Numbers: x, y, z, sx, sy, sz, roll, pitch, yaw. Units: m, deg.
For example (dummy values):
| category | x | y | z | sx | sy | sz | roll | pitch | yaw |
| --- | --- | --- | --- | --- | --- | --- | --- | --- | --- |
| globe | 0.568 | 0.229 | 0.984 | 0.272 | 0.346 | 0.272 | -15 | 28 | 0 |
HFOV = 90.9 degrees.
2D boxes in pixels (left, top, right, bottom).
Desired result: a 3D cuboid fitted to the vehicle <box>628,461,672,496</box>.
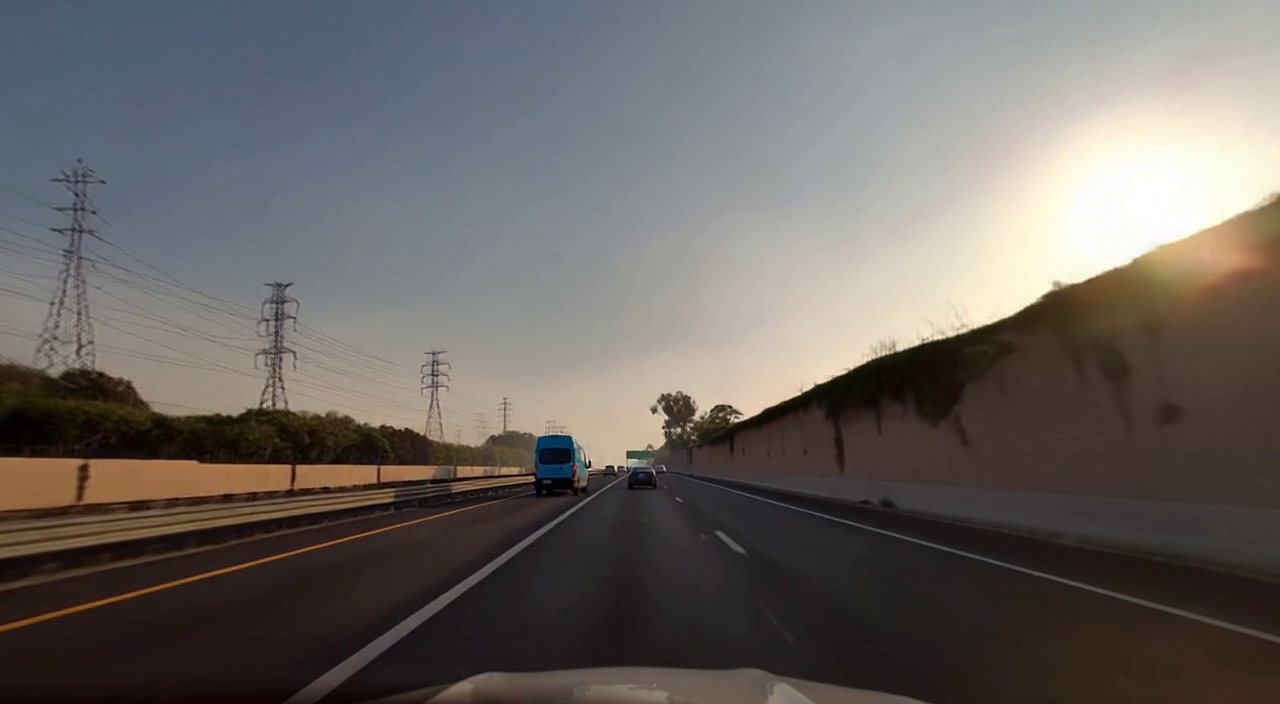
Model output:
| category | x | y | z | sx | sy | sz | roll | pitch | yaw |
| --- | --- | --- | --- | --- | --- | --- | --- | --- | --- |
| vehicle | 0.461 | 6.248 | 31.242 | 2.006 | 1.554 | 3.863 | 1 | -11 | 0 |

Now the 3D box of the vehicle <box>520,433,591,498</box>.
| category | x | y | z | sx | sy | sz | roll | pitch | yaw |
| --- | --- | --- | --- | --- | --- | --- | --- | --- | --- |
| vehicle | -3.782 | 5.342 | 29.601 | 2.394 | 2.609 | 6.875 | 1 | -11 | 0 |
